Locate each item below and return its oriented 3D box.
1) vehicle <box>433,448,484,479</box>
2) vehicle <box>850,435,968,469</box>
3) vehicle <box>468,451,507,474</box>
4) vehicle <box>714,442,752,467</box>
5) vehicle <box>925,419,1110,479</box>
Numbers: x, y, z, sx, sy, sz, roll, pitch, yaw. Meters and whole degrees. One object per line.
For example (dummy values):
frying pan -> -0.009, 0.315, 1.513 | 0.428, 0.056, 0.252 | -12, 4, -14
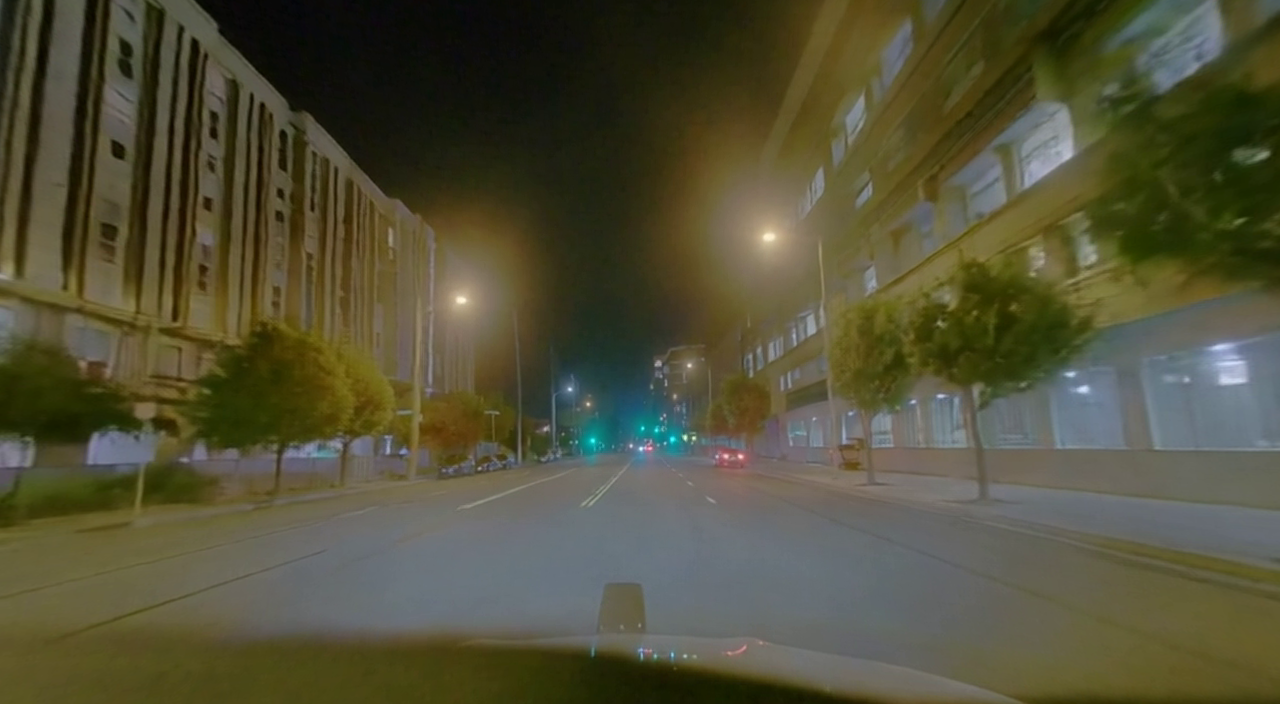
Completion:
vehicle -> -11.756, 7.251, 40.996 | 1.979, 1.759, 4.435 | -4, -8, 1
vehicle -> 13.097, 4.917, 30.844 | 4.833, 1.554, 2.085 | -1, -8, 2
vehicle -> -11.618, 8.446, 48.075 | 1.876, 1.502, 4.506 | -3, -9, -1
vehicle -> 6.887, 7.637, 47.084 | 2.078, 1.766, 5.474 | 0, -8, 1
vehicle -> 13.080, 3.409, 22.085 | 5.015, 1.934, 2.150 | -1, -9, 3
